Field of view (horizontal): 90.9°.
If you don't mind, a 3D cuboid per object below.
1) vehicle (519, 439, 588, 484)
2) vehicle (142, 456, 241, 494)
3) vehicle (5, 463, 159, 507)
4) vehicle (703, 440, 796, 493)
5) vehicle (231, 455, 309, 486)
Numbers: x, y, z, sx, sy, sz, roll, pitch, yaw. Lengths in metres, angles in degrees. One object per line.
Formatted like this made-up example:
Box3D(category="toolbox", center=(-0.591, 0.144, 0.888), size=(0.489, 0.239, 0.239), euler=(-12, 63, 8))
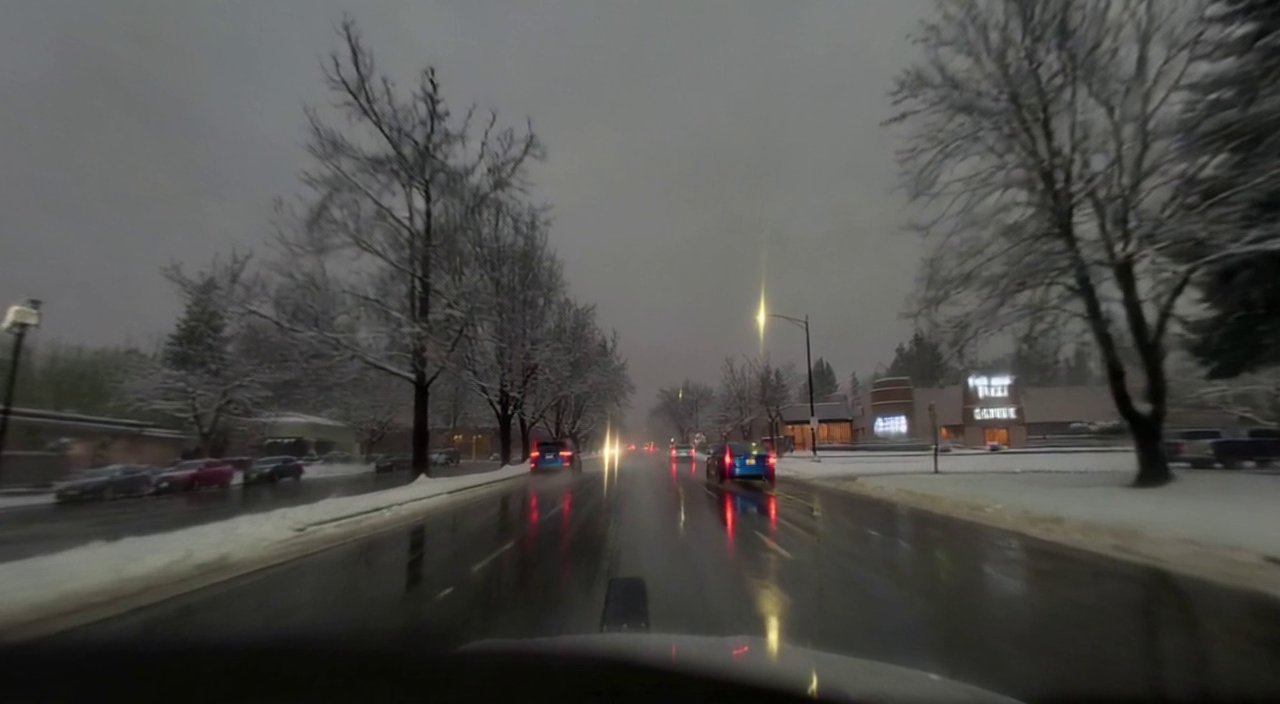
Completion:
Box3D(category="vehicle", center=(-3.368, 4.362, 25.402), size=(2.113, 1.626, 4.129), euler=(0, -8, 1))
Box3D(category="vehicle", center=(-22.657, 6.204, 32.064), size=(1.853, 1.693, 4.233), euler=(0, -8, 1))
Box3D(category="vehicle", center=(-22.563, 5.358, 25.808), size=(2.059, 1.463, 4.780), euler=(0, -8, -2))
Box3D(category="vehicle", center=(3.325, 3.562, 20.095), size=(2.083, 1.474, 4.360), euler=(0, -8, -1))
Box3D(category="vehicle", center=(-22.476, 7.190, 38.512), size=(1.922, 1.682, 4.638), euler=(0, -8, 0))
